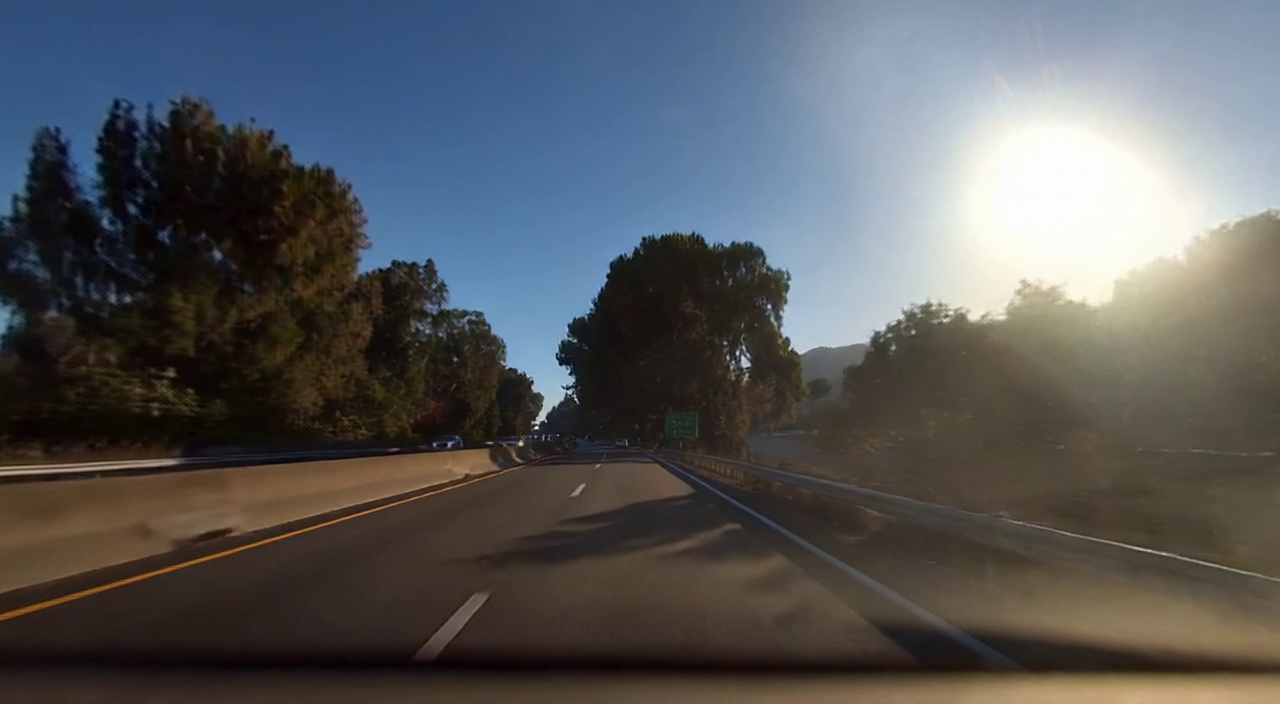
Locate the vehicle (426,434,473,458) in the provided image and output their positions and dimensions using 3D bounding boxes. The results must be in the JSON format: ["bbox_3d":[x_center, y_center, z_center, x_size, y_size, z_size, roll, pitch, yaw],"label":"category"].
[{"bbox_3d":[-13.241,6.497,44.007,1.971,1.581,4.317,0,-8,-1],"label":"vehicle"}]

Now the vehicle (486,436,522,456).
[{"bbox_3d":[-10.404,7.224,48.585,1.911,1.465,3.948,0,-8,-1],"label":"vehicle"}]
